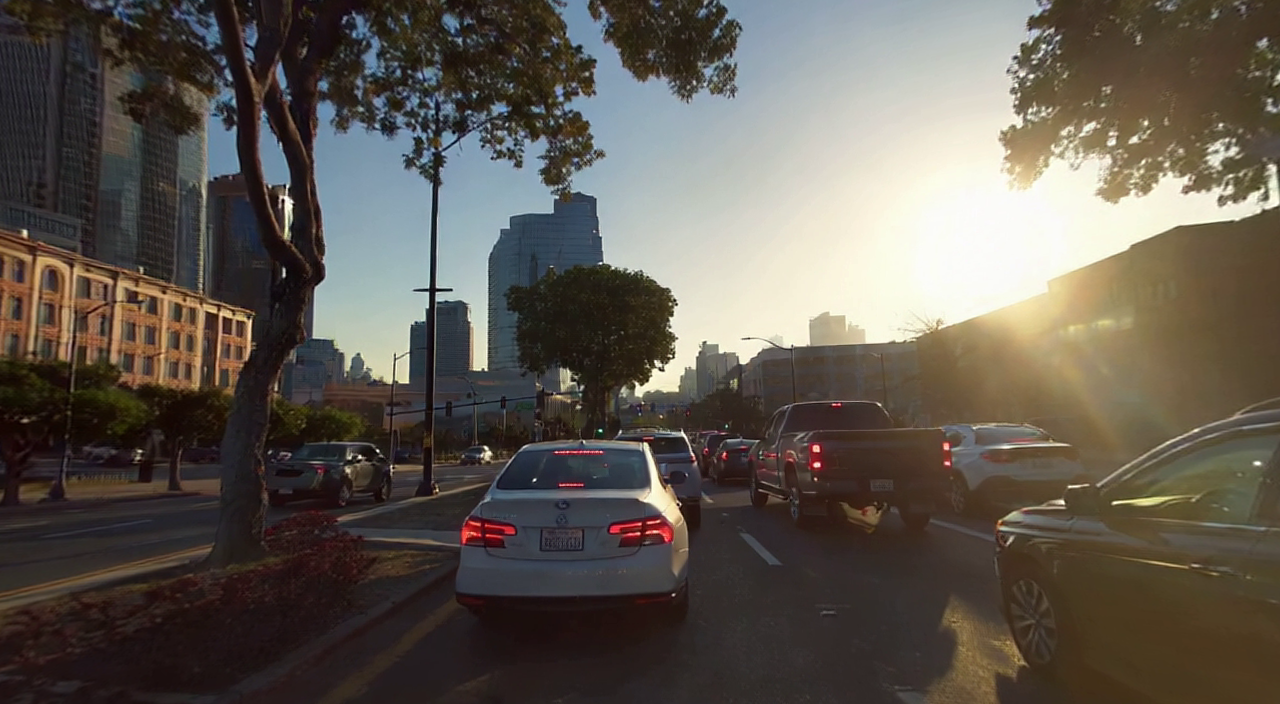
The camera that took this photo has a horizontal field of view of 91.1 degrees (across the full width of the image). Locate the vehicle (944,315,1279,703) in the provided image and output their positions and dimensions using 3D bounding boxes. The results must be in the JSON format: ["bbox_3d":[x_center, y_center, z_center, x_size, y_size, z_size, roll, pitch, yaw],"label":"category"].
[{"bbox_3d":[3.157,0.739,2.036,2.024,1.723,4.714,0,-8,1],"label":"vehicle"}]

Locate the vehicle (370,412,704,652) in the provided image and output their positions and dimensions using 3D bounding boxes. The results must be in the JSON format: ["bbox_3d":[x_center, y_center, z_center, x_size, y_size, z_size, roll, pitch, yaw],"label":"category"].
[{"bbox_3d":[-0.613,1.486,6.280,2.172,1.536,4.250,0,-8,2],"label":"vehicle"}]

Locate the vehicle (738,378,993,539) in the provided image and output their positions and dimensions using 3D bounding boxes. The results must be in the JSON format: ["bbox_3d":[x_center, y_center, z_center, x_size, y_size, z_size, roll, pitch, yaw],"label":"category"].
[{"bbox_3d":[3.544,1.888,11.590,2.497,2.186,5.890,0,-8,0],"label":"vehicle"}]
